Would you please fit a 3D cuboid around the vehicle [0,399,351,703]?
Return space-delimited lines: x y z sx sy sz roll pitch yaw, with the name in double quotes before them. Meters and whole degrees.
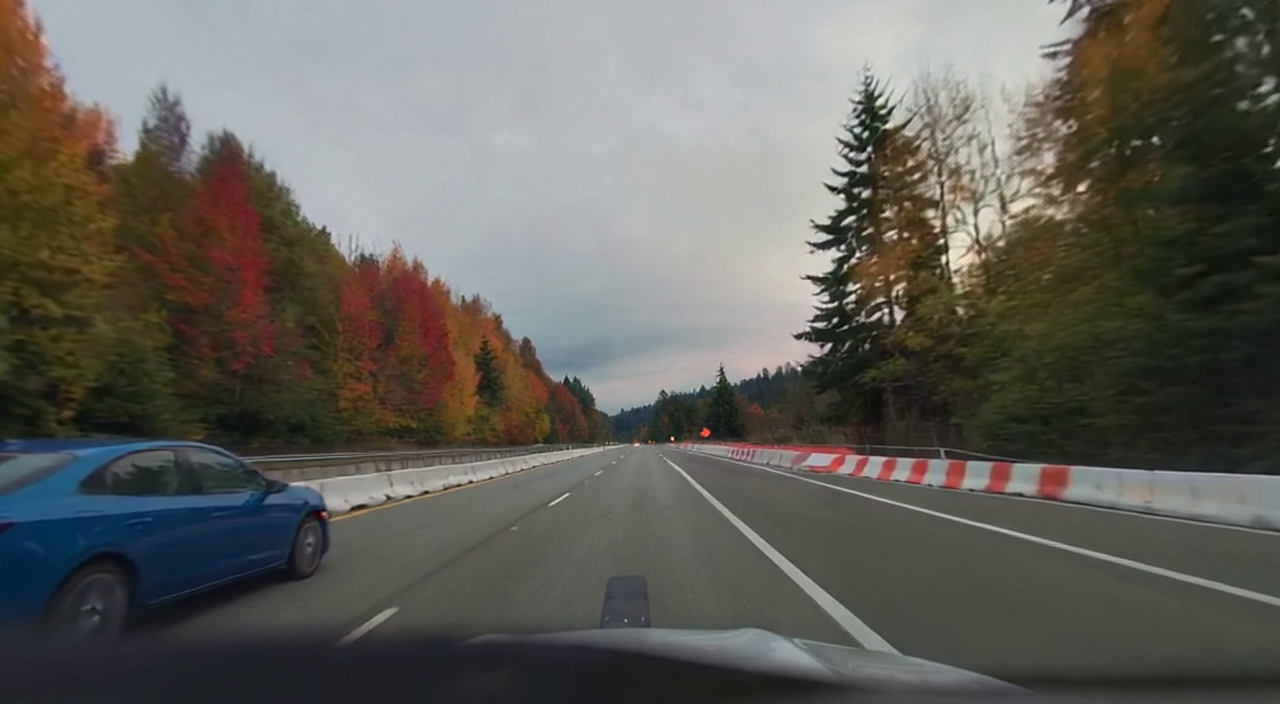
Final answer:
"vehicle" -3.846 1.157 4.112 1.902 1.505 4.016 0 -8 1
